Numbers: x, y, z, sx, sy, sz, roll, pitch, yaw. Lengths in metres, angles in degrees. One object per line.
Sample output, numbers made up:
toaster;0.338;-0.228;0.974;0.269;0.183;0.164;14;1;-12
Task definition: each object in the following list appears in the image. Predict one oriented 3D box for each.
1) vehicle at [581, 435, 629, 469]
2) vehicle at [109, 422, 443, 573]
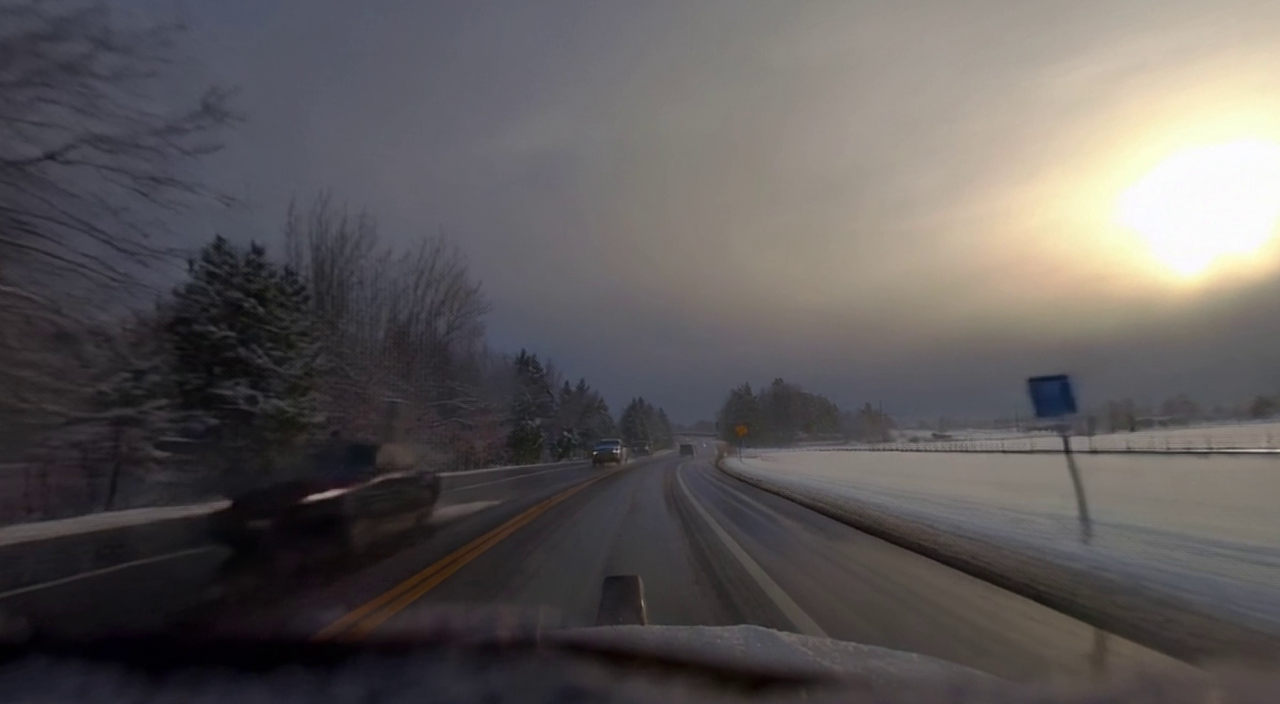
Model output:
vehicle;-2.555;7.704;49.001;2.825;2.376;7.468;-1;-8;4
vehicle;-4.569;1.874;8.964;2.049;1.566;4.387;-1;-8;1
